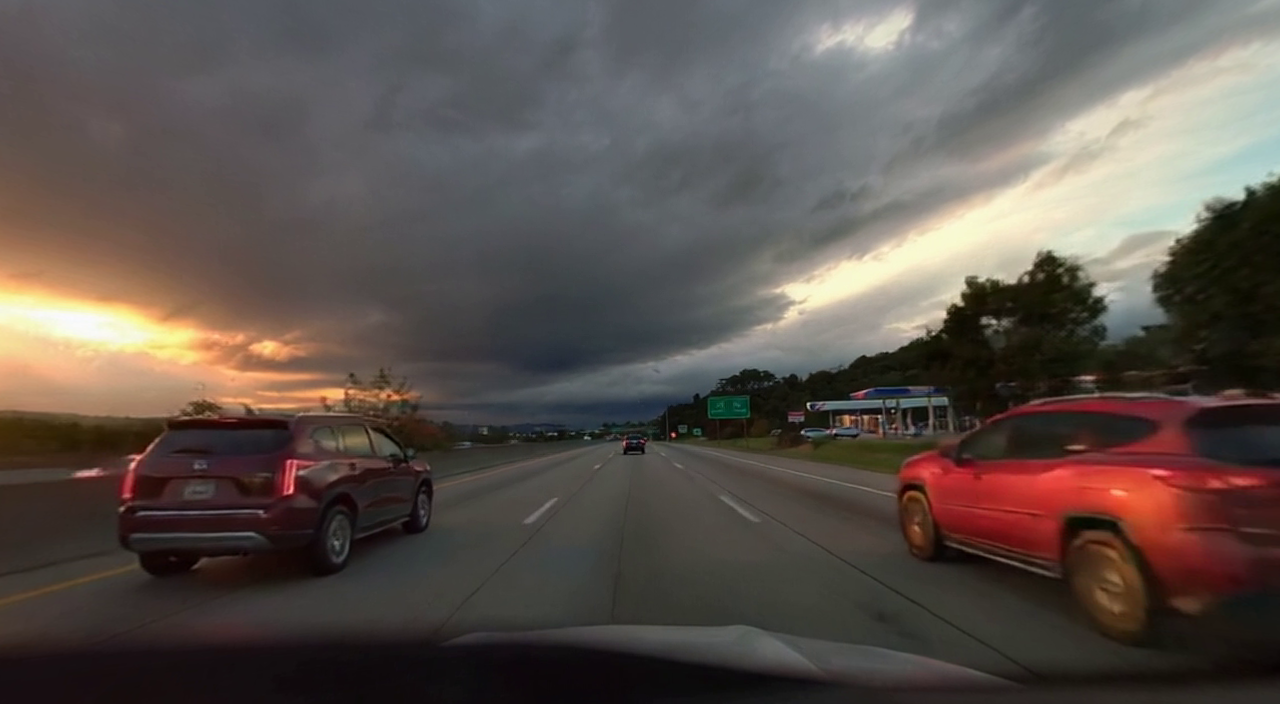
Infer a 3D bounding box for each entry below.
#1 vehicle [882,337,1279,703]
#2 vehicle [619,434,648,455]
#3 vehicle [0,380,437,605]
[{"bbox_3d":[3.794,0.979,4.137,2.496,1.662,4.602,0,-7,-1],"label":"vehicle"},{"bbox_3d":[-0.533,7.235,49.693,2.151,1.550,4.694,0,-8,-1],"label":"vehicle"},{"bbox_3d":[-4.078,1.386,7.216,2.061,1.732,4.457,-1,-7,0],"label":"vehicle"}]
